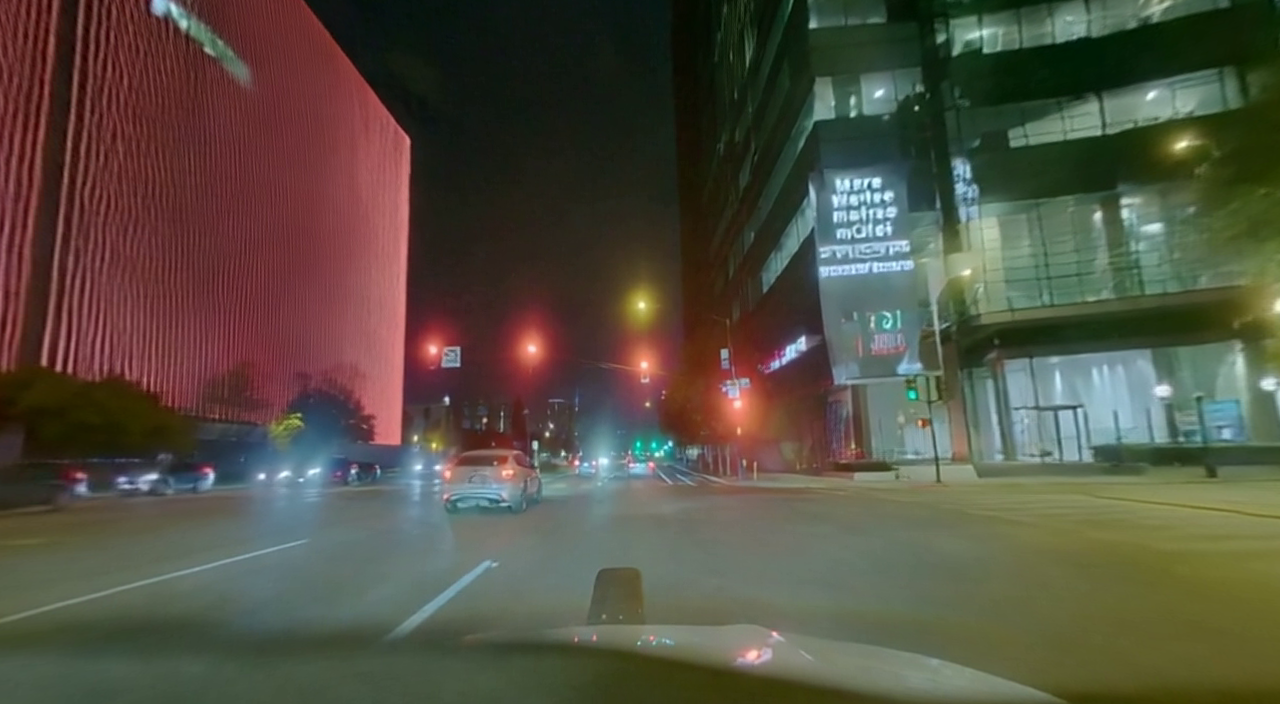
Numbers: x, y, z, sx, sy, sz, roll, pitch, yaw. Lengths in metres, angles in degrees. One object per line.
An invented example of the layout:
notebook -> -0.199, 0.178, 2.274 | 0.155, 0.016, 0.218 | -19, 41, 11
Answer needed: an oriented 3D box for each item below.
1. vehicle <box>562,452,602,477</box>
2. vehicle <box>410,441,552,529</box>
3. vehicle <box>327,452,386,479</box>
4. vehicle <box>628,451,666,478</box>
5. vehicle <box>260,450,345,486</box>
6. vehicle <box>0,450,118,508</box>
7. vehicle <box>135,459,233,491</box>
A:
vehicle -> -3.610, 7.118, 40.251 | 2.088, 1.430, 4.482 | 0, -9, 0
vehicle -> -3.143, 2.712, 13.352 | 1.983, 1.545, 3.773 | 0, -9, 0
vehicle -> -20.322, 8.135, 45.527 | 2.011, 1.768, 4.661 | 0, -9, 0
vehicle -> 0.382, 6.575, 37.140 | 2.102, 1.482, 4.125 | 0, -9, 0
vehicle -> -17.245, 5.937, 32.582 | 1.926, 1.711, 4.516 | 0, -9, -1
vehicle -> -20.100, 4.110, 20.869 | 1.931, 1.722, 4.419 | 1, -9, -1
vehicle -> -23.534, 6.336, 32.831 | 1.845, 1.503, 4.350 | 0, -9, -1
